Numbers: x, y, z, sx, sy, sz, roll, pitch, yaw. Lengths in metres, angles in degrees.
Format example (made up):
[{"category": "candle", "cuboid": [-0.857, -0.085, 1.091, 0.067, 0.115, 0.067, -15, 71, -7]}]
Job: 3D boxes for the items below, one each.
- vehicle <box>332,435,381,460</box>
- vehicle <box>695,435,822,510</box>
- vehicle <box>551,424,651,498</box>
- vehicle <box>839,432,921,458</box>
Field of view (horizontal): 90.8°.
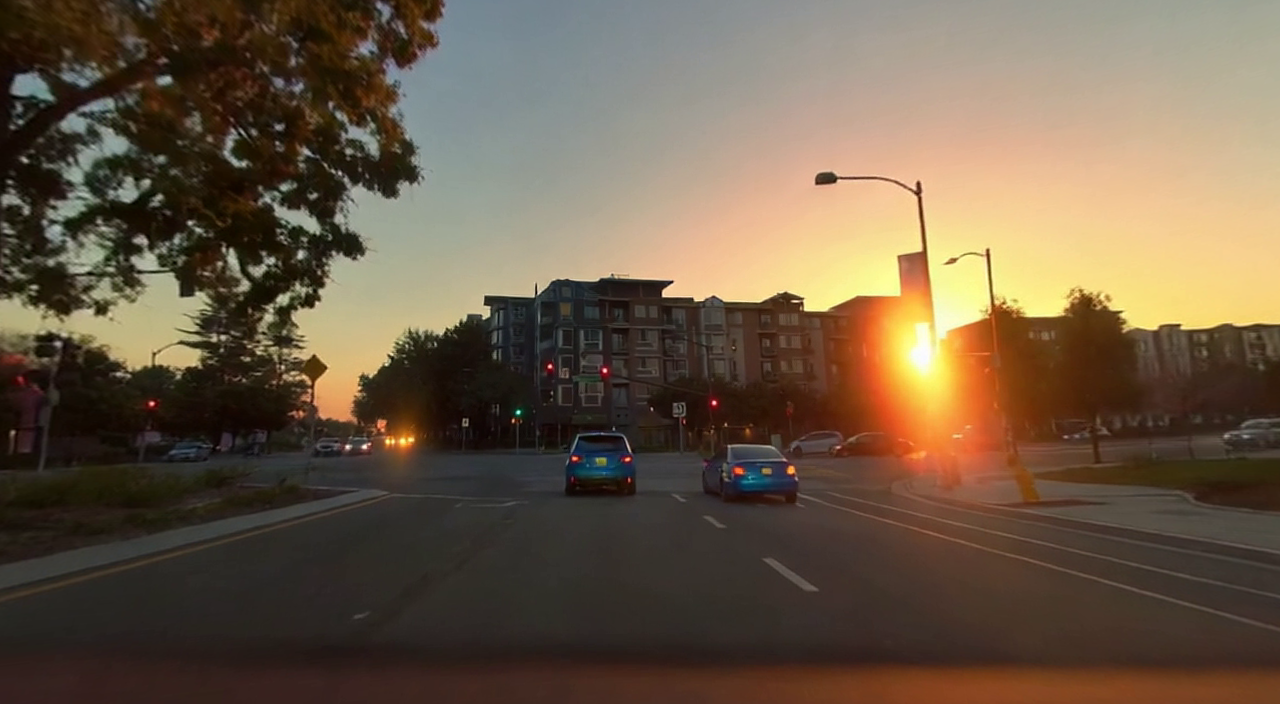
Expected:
[{"category": "vehicle", "cuboid": [-20.711, 7.033, 46.368, 2.207, 1.765, 4.569, 2, -9, -11]}, {"category": "vehicle", "cuboid": [2.581, 2.763, 14.938, 1.918, 1.479, 4.468, 1, -9, -3]}, {"category": "vehicle", "cuboid": [-1.077, 2.869, 16.884, 2.317, 1.713, 4.231, 1, -9, -5]}, {"category": "vehicle", "cuboid": [16.882, 6.583, 44.691, 5.023, 1.756, 2.001, -1, -9, 8]}]
